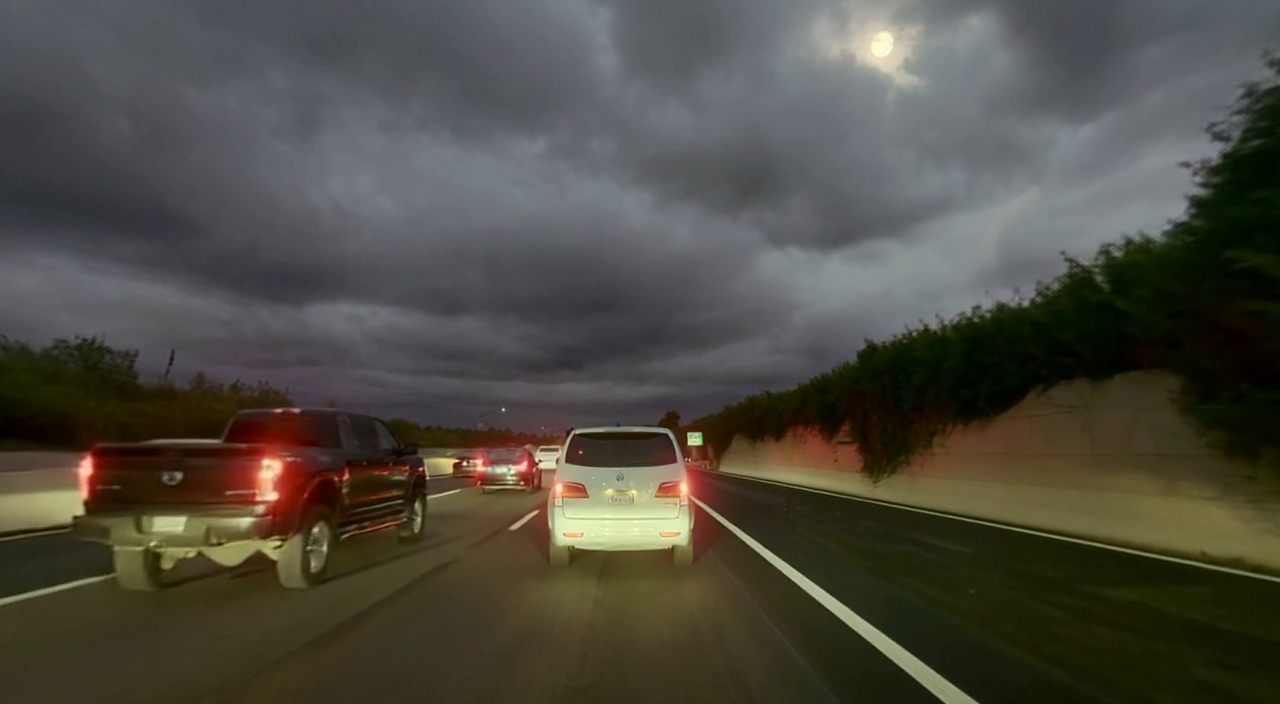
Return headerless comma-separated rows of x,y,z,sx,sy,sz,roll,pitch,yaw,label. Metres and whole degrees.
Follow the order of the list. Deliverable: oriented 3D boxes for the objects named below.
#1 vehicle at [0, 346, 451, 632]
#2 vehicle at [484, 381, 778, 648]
-3.948,1.386,7.230,2.055,2.144,4.782,0,-9,0,vehicle
-0.089,1.361,6.080,1.995,1.798,3.380,0,-9,-1,vehicle
